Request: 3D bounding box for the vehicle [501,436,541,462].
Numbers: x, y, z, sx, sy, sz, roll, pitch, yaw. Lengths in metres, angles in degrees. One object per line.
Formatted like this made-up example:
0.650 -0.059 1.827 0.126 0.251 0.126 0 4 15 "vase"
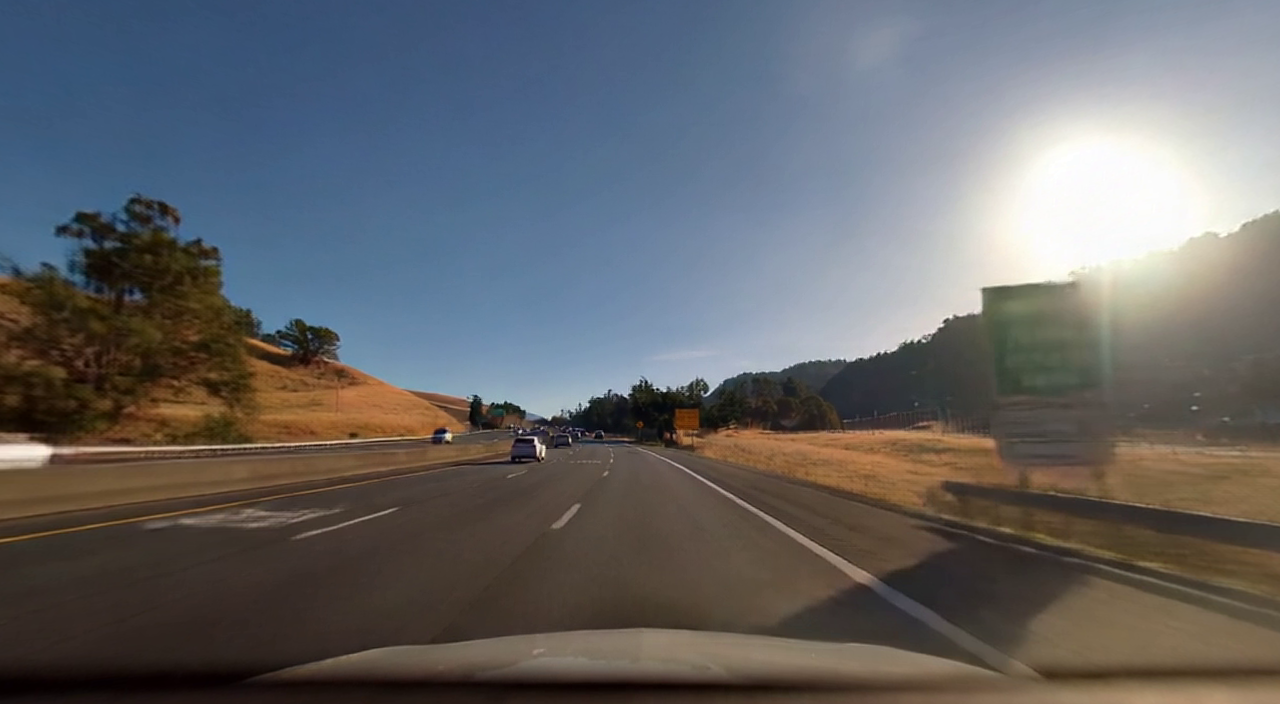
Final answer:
-7.763 6.329 41.396 1.931 1.608 3.977 0 -8 -2 "vehicle"
